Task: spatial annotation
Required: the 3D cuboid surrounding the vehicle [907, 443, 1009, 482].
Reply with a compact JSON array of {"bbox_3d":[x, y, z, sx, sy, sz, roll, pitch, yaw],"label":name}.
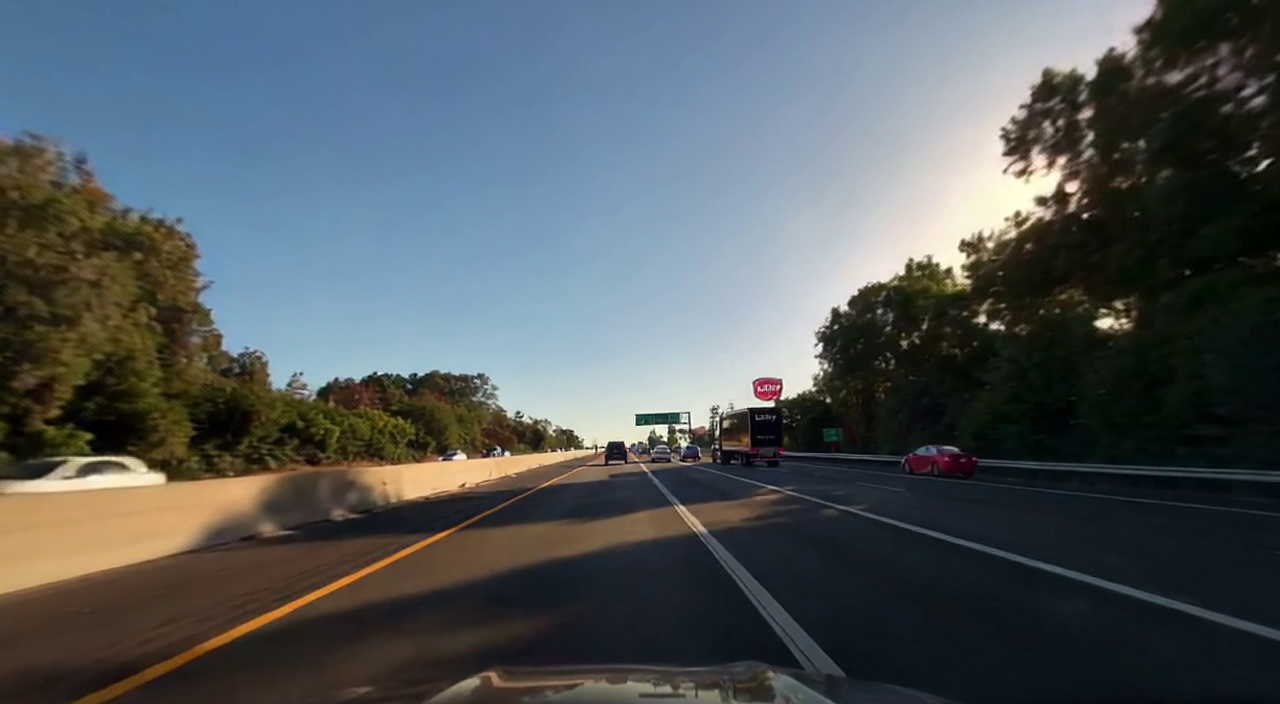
[{"bbox_3d":[13.199,4.577,26.552,1.862,1.462,4.459,0,-9,-2],"label":"vehicle"}]
